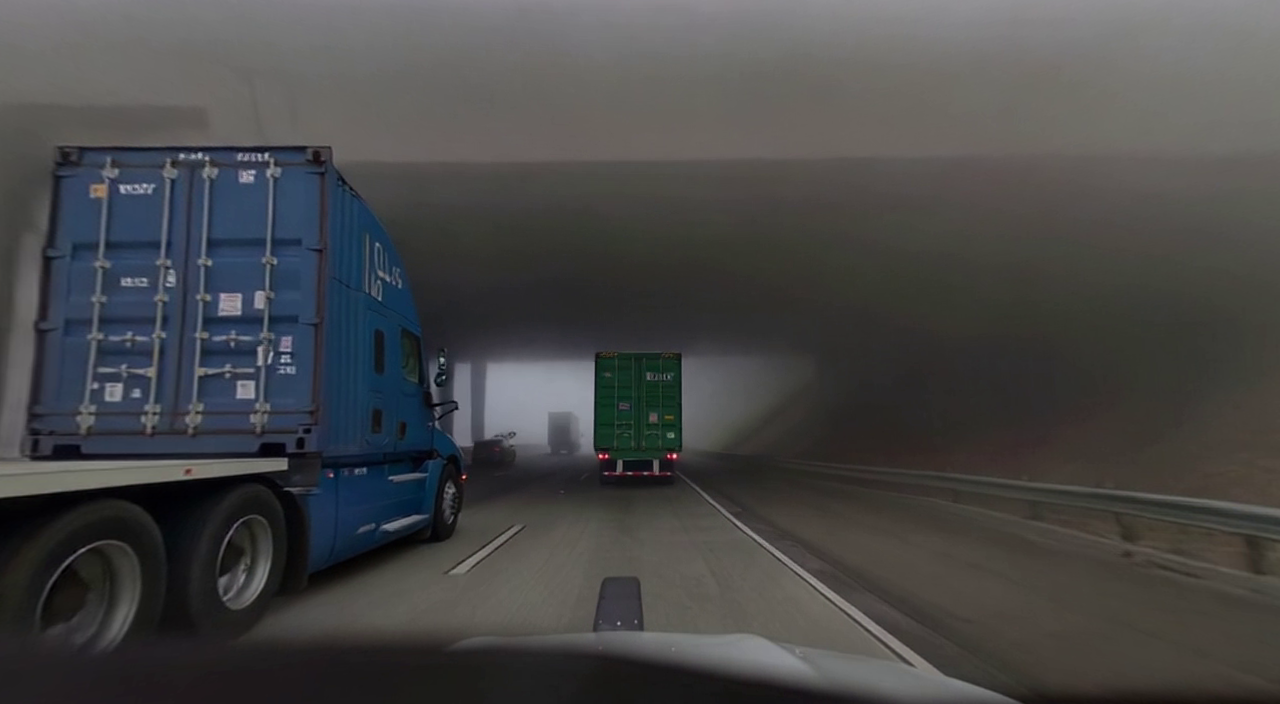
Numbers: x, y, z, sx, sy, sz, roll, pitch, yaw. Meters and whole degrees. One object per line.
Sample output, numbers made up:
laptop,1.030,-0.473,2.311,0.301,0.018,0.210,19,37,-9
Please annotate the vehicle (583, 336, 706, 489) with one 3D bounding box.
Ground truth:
vehicle,0.004,2.204,21.335,3.357,4.212,7.519,0,-9,-2

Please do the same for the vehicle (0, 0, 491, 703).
vehicle,-3.709,0.110,5.410,3.187,3.949,6.963,0,-9,0
